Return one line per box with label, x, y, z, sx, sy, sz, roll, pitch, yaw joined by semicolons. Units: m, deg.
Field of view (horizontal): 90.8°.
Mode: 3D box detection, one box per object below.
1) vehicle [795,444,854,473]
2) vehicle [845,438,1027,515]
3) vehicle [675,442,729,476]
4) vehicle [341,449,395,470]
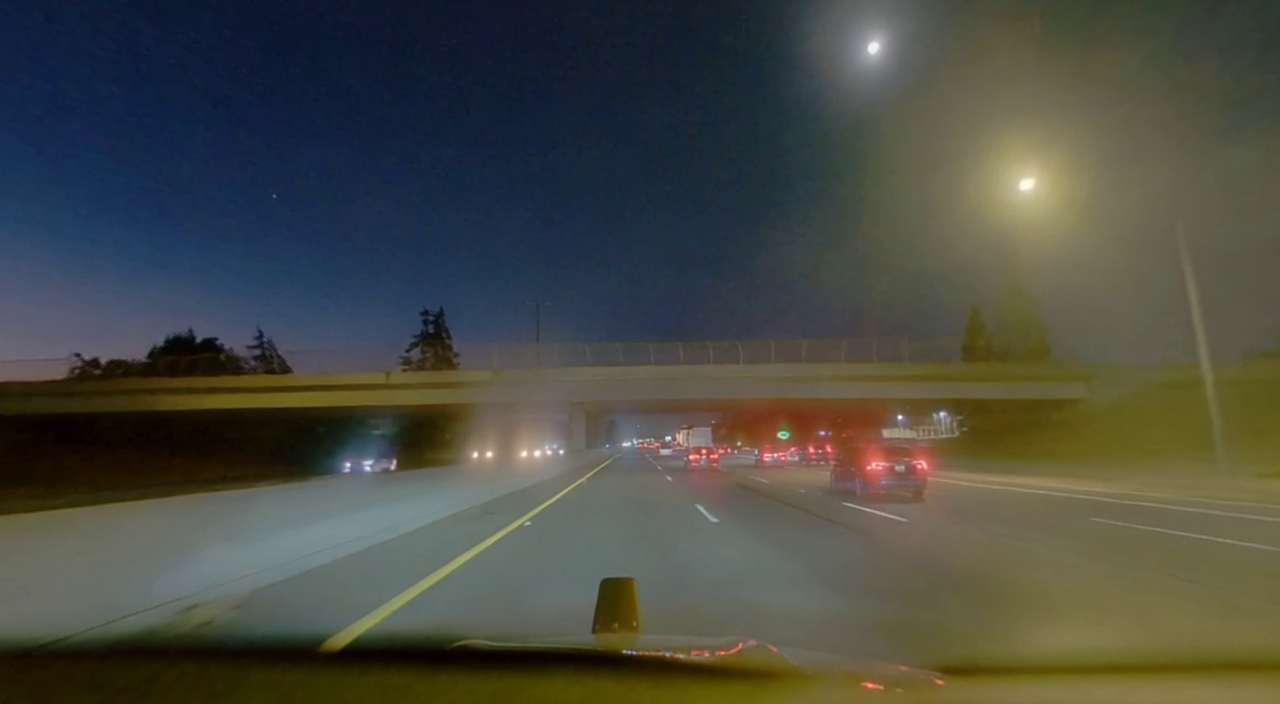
vehicle;9.973;5.761;34.496;1.838;1.440;4.121;0;-8;-2
vehicle;6.553;2.778;14.692;1.952;1.489;4.483;0;-8;-2
vehicle;2.865;5.076;30.340;1.993;1.507;4.594;0;-8;-2
vehicle;-20.876;8.266;48.711;2.057;1.475;4.785;0;-8;0
